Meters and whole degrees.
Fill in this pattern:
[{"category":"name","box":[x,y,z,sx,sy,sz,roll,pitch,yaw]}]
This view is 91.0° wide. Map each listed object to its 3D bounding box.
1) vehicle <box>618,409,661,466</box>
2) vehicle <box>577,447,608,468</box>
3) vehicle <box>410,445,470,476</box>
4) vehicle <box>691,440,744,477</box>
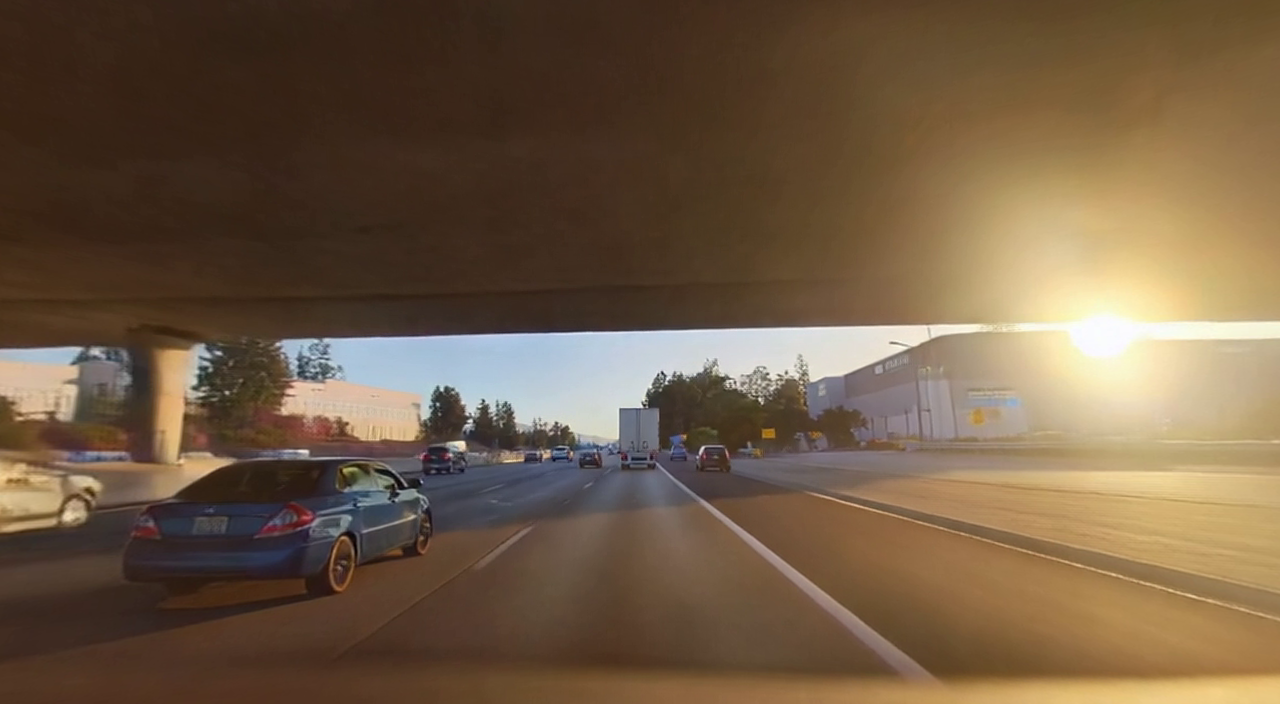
[{"category":"vehicle","box":[0.125,6.767,49.146,3.012,3.928,10.262,0,-9,2]},{"category":"vehicle","box":[-3.709,8.241,49.389,2.083,1.576,4.307,0,-9,0]},{"category":"vehicle","box":[-11.213,6.124,35.626,1.966,1.627,4.258,0,-9,1]},{"category":"vehicle","box":[3.786,5.294,31.484,2.107,1.707,4.445,0,-9,0]}]
